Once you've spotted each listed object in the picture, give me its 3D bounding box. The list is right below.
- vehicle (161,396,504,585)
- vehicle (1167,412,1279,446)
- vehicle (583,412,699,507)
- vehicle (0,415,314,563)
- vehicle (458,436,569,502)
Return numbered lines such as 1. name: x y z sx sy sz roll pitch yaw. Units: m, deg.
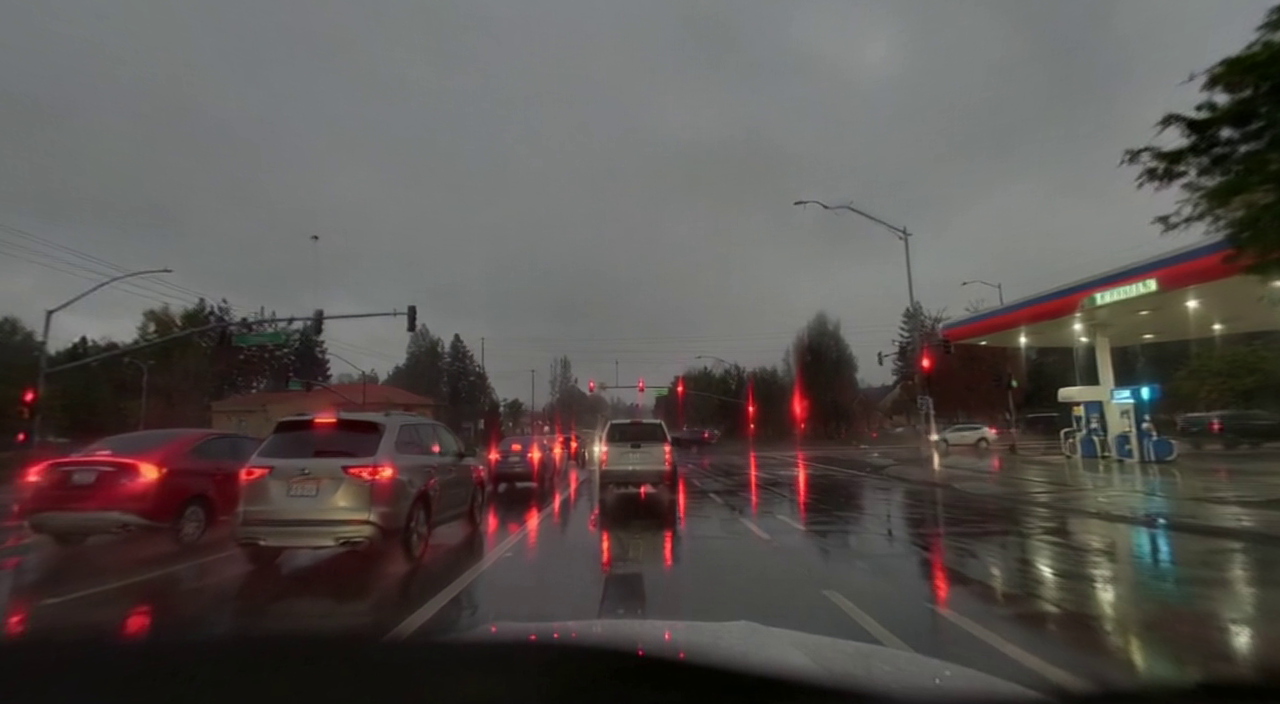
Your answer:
1. vehicle: -3.288 1.585 7.985 2.096 1.718 4.266 0 -9 1
2. vehicle: 36.019 4.693 38.455 5.782 1.950 2.225 -1 -8 0
3. vehicle: 0.011 2.456 14.746 2.224 1.819 5.005 0 -9 0
4. vehicle: -6.441 1.779 8.825 1.790 1.605 3.696 0 -9 0
5. vehicle: -3.013 2.895 16.018 1.881 1.424 4.098 0 -9 1
